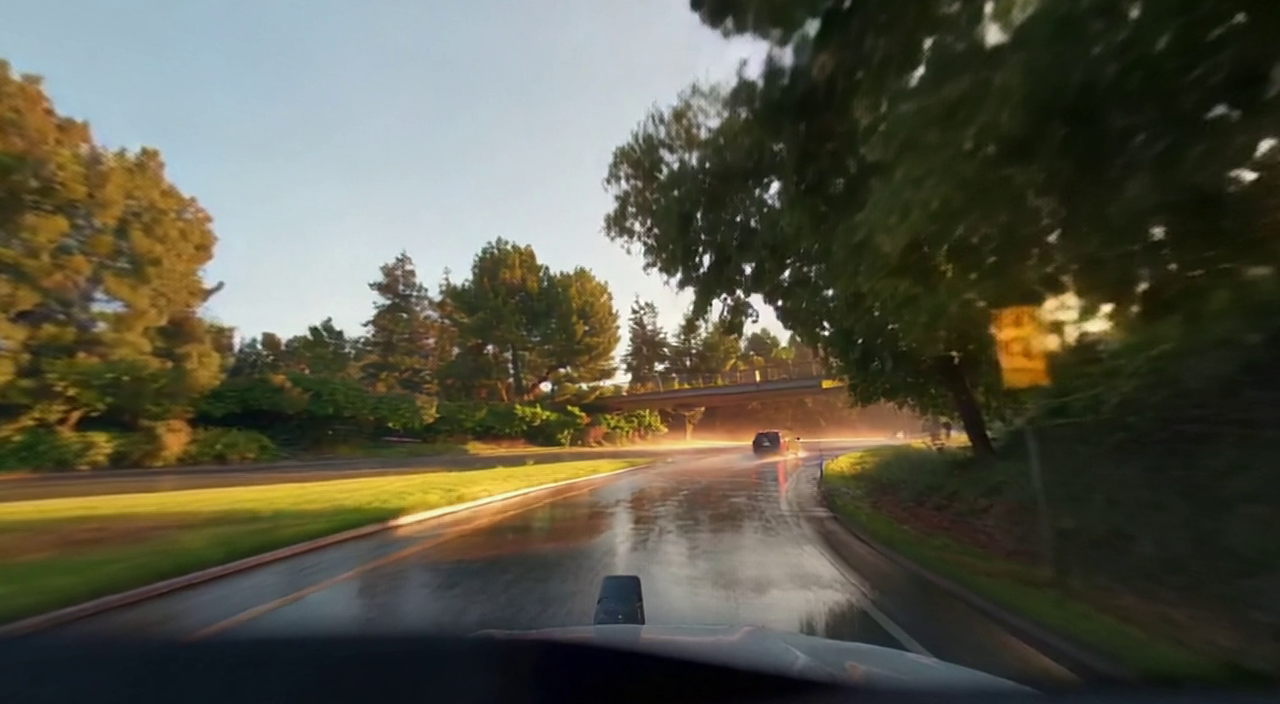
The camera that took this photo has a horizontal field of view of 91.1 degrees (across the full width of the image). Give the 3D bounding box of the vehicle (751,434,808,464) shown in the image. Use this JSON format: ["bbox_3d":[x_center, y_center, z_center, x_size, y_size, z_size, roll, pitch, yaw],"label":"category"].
[{"bbox_3d":[7.259,5.033,32.569,1.980,1.449,3.650,-5,-10,26],"label":"vehicle"}]
